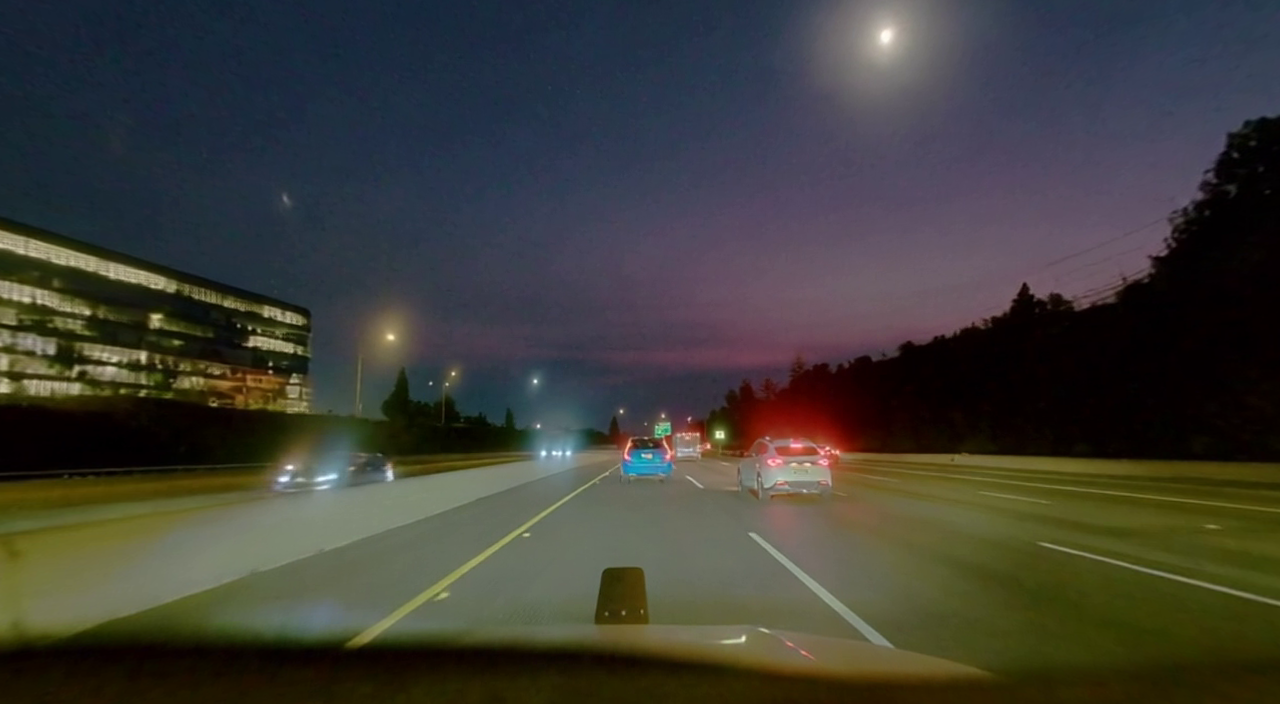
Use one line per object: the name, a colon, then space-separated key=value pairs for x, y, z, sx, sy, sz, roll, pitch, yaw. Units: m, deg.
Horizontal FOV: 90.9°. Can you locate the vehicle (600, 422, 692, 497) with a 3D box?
vehicle: x=0.147 y=3.014 z=18.005 sx=2.290 sy=1.862 sz=4.454 roll=0 pitch=-8 yaw=0

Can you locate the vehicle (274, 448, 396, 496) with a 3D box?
vehicle: x=-10.563 y=4.161 z=22.308 sx=2.051 sy=1.476 sz=4.379 roll=0 pitch=-8 yaw=1

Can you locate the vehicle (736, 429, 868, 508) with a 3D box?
vehicle: x=3.642 y=2.695 z=15.031 sx=2.042 sy=1.592 sz=4.047 roll=0 pitch=-8 yaw=0
